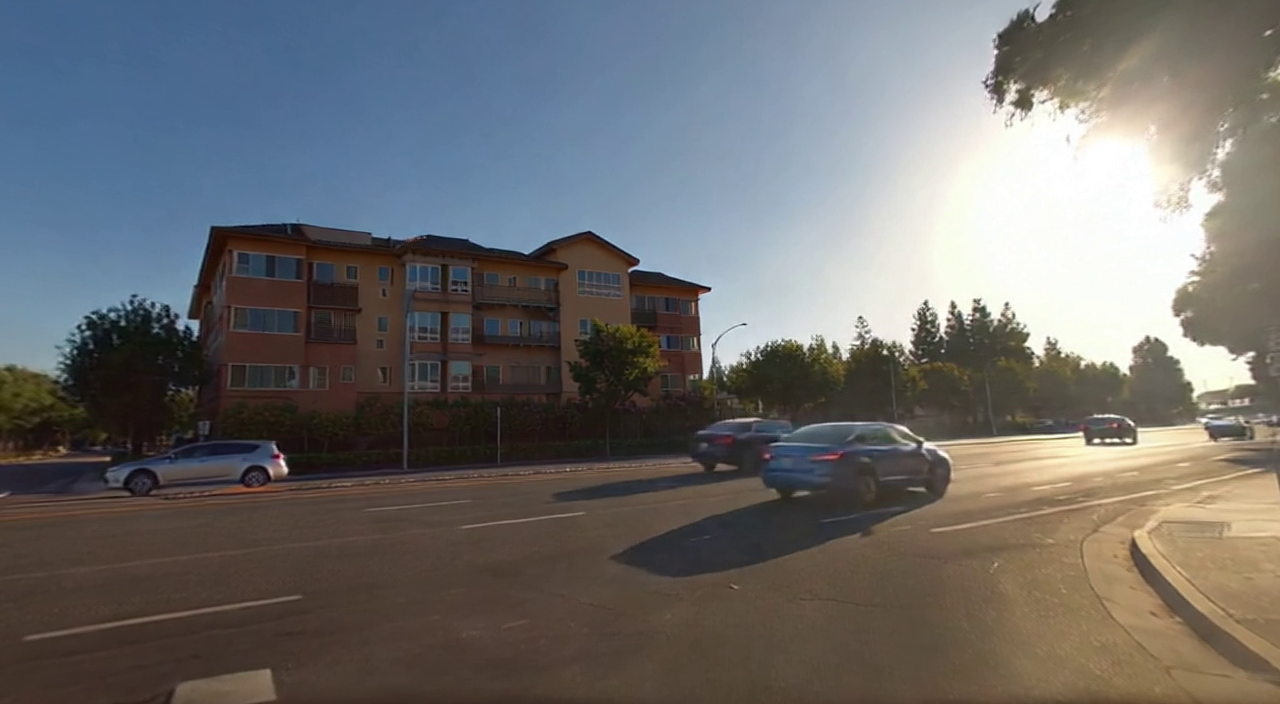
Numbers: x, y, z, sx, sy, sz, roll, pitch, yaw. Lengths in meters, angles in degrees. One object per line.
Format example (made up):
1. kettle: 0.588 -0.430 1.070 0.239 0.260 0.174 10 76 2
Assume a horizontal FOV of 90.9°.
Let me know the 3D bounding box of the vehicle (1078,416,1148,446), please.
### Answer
1. vehicle: 28.163 4.742 37.466 4.683 1.678 1.981 6 -11 -37

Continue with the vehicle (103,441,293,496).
1. vehicle: -12.731 3.314 18.367 4.289 1.415 1.774 6 -11 -38

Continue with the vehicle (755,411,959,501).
1. vehicle: 4.806 2.223 13.765 4.438 1.625 2.033 6 -11 -37

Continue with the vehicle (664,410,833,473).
1. vehicle: 3.880 3.113 21.972 5.994 1.898 2.264 6 -11 -37

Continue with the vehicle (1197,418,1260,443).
1. vehicle: 36.305 4.896 38.845 4.521 1.433 1.943 6 -10 -37
